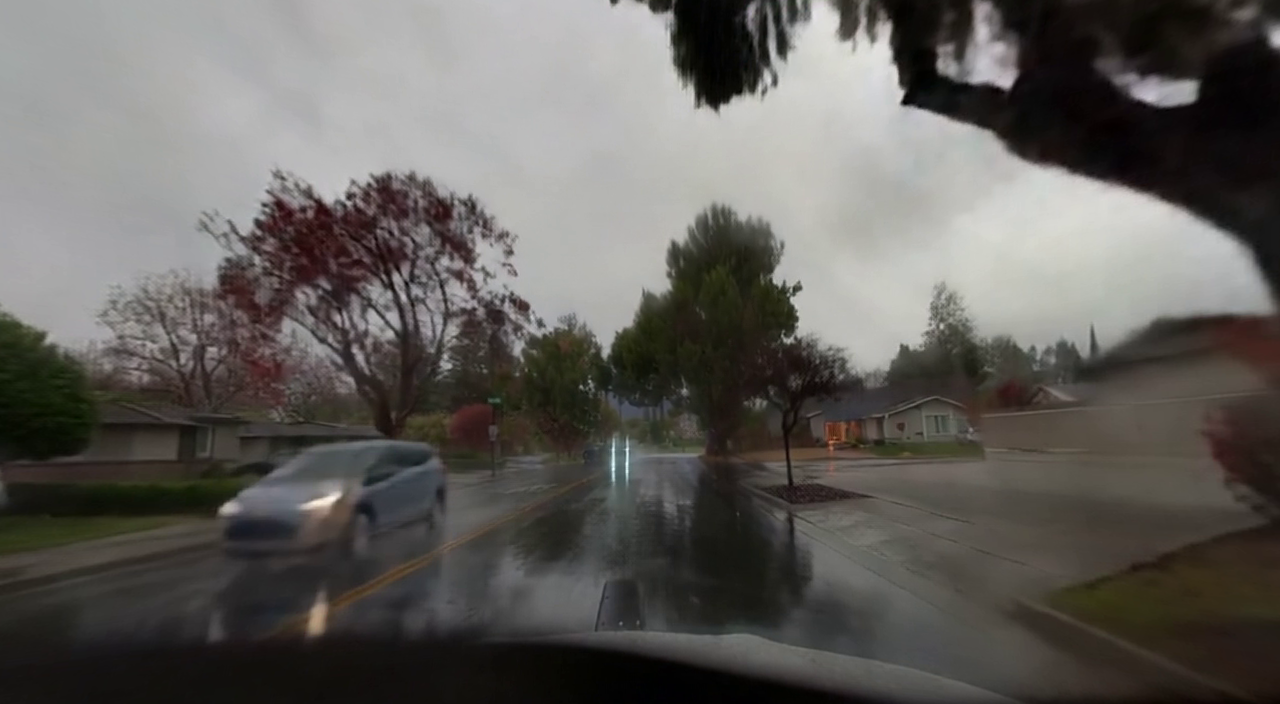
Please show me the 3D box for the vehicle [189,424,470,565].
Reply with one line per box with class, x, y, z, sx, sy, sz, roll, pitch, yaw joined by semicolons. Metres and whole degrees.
vehicle;-4.484;2.115;10.190;2.131;1.731;4.533;0;-9;1
